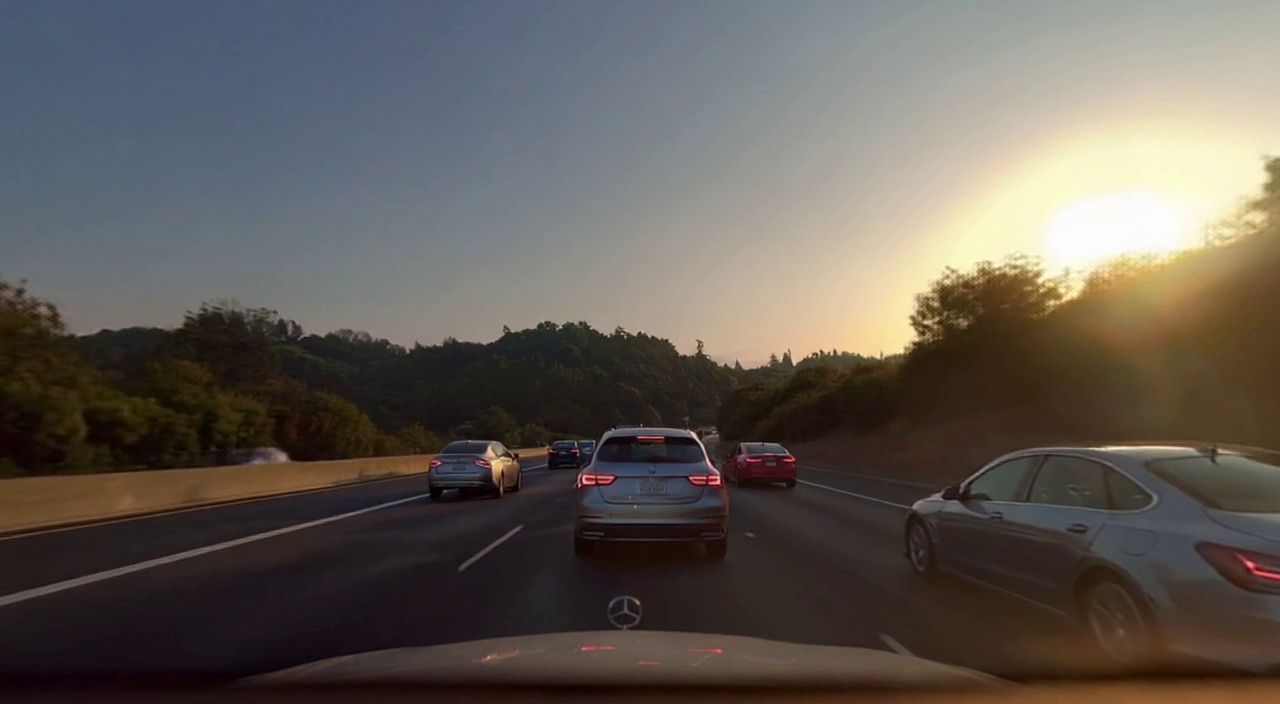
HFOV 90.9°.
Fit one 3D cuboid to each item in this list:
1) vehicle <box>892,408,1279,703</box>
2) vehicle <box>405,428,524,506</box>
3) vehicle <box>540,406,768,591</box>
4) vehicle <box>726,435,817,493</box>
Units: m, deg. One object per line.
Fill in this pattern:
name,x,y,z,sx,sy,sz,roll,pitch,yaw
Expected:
vehicle,3.695,1.230,4.405,1.953,1.434,4.511,0,-9,-1
vehicle,-4.240,2.860,15.935,1.890,1.708,3.844,0,-9,0
vehicle,0.099,1.649,7.800,2.093,1.695,3.782,0,-9,-1
vehicle,3.910,3.411,19.424,1.905,1.590,3.746,0,-9,-2
